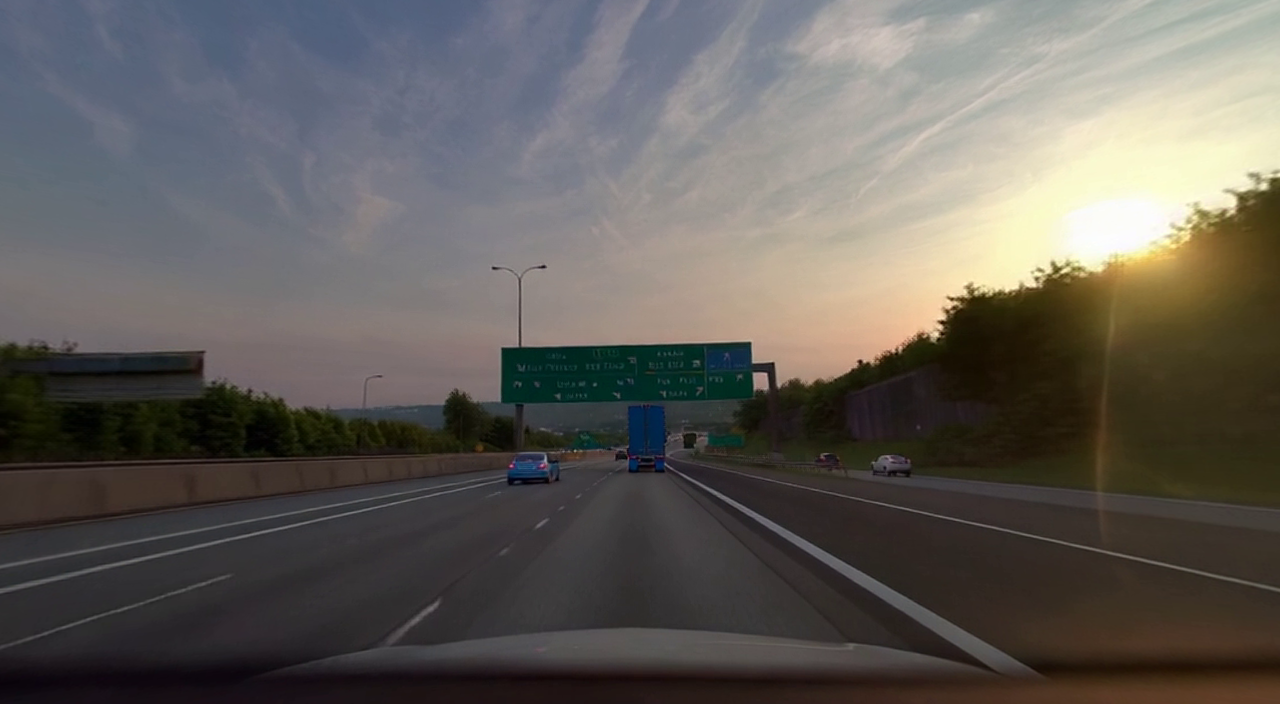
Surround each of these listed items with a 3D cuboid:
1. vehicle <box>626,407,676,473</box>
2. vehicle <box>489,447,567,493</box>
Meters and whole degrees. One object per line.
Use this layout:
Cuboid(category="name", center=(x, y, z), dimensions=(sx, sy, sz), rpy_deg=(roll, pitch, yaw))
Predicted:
Cuboid(category="vehicle", center=(0.756, 6.203, 44.124), dimensions=(3.022, 4.072, 10.318), rpy_deg=(0, -9, 1))
Cuboid(category="vehicle", center=(-3.926, 4.211, 22.920), dimensions=(1.931, 1.466, 4.458), rpy_deg=(0, -9, 1))
